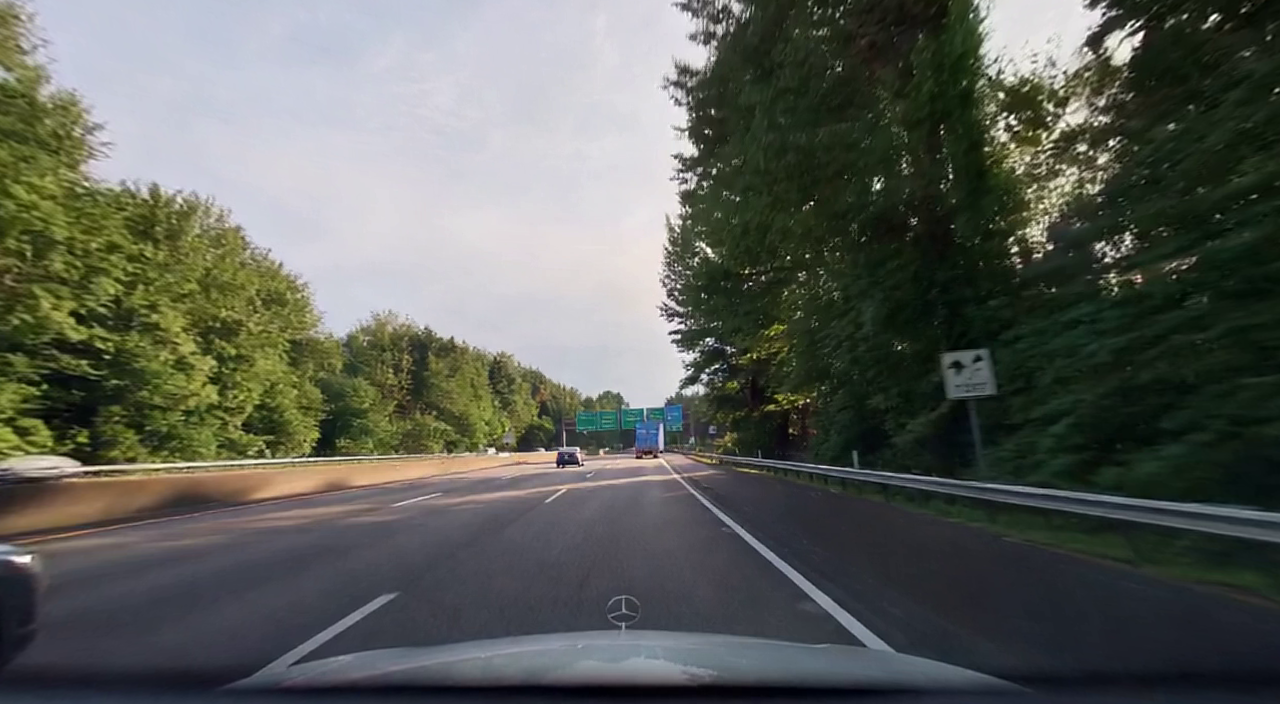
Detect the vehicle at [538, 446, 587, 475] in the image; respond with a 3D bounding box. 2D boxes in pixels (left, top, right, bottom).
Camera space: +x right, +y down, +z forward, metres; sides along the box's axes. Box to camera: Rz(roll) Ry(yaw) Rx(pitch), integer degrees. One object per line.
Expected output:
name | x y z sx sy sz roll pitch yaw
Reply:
vehicle | -4.072 5.778 33.695 2.045 1.430 3.951 0 -9 1
